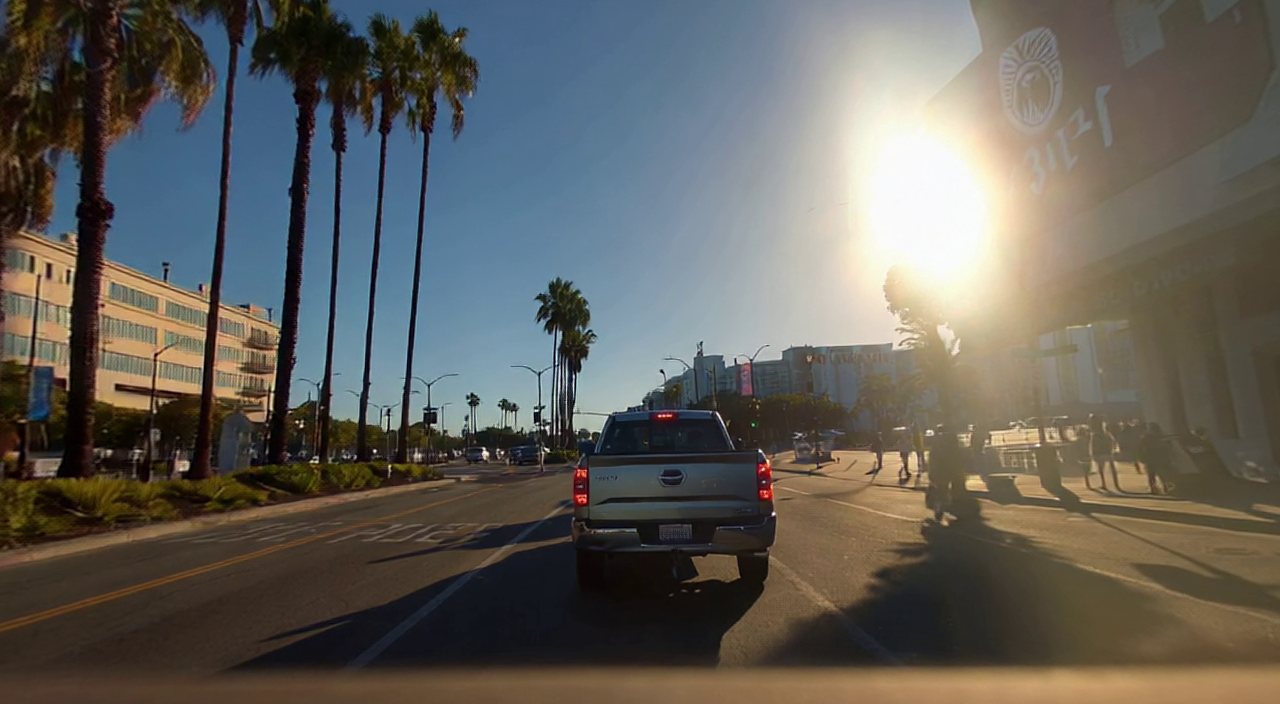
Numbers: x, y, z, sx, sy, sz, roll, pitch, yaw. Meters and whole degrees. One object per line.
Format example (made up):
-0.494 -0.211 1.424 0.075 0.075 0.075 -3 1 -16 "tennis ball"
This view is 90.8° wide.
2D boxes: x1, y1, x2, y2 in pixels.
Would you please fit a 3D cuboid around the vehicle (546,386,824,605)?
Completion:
0.403 1.589 7.980 2.311 1.819 5.255 0 -8 1 "vehicle"

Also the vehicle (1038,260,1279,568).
7.903 0.871 8.599 2.666 3.345 3.622 -1 -9 7 "vehicle"
